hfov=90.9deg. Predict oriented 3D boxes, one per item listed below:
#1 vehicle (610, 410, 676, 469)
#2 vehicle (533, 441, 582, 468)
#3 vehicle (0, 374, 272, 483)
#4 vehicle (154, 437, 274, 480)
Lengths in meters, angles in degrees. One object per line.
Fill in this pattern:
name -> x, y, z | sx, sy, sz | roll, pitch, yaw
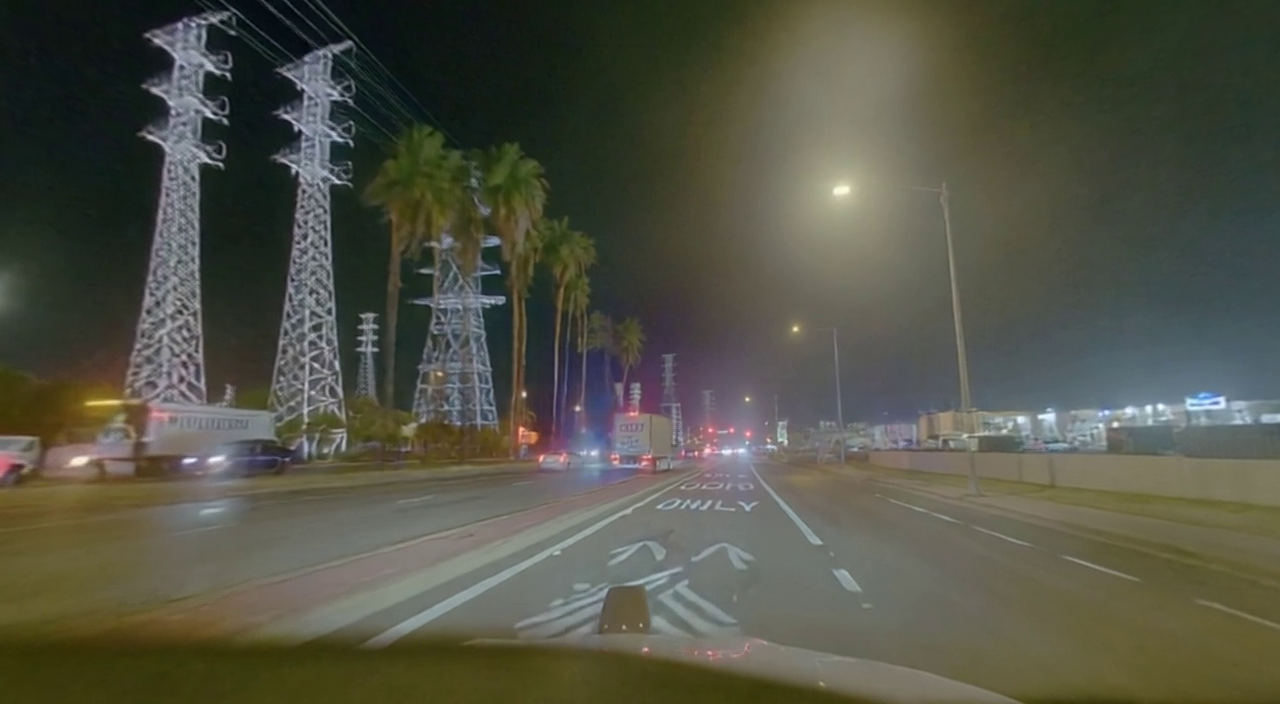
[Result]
vehicle -> 0.483, 6.808, 48.554 | 2.903, 3.933, 11.567 | -2, -9, 11
vehicle -> -6.320, 7.909, 49.014 | 2.266, 1.950, 5.866 | -1, -9, 8
vehicle -> -21.731, 3.675, 28.134 | 2.907, 3.760, 11.193 | -4, -10, 6
vehicle -> -18.280, 4.557, 27.363 | 1.751, 1.639, 4.434 | -3, -8, 7
